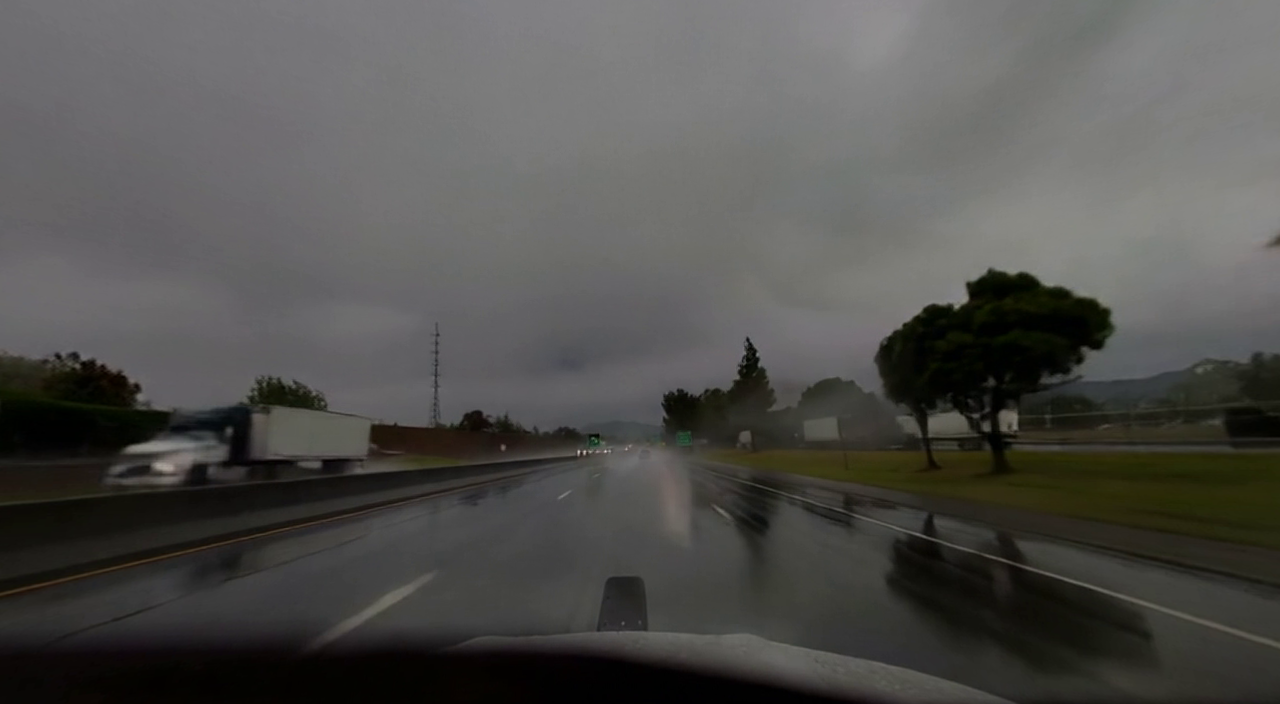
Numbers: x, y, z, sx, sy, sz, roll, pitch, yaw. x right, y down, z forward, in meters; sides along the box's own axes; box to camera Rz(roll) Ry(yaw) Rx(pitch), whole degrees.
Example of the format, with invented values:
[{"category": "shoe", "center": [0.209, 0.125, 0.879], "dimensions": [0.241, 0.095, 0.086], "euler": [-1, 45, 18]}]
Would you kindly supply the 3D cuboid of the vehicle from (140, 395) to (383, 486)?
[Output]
[{"category": "vehicle", "center": [-18.063, 4.697, 32.692], "dimensions": [2.928, 3.532, 15.828], "euler": [0, -9, 0]}]
